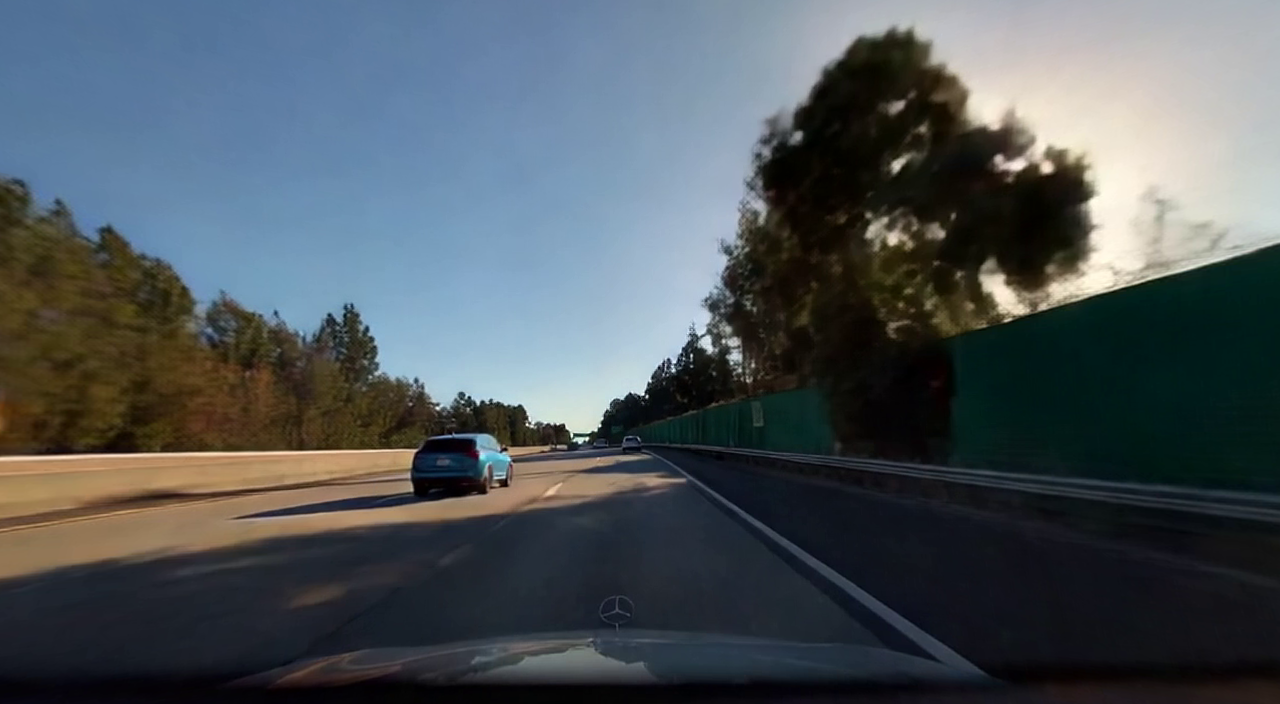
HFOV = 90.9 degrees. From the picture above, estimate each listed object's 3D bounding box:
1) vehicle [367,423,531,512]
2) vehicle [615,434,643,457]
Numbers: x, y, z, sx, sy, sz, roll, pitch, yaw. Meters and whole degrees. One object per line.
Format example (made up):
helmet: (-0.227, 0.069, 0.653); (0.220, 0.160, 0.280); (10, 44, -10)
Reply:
vehicle: (-3.793, 2.358, 13.579); (2.072, 1.545, 4.767); (0, -8, 0)
vehicle: (-0.764, 6.396, 43.344); (1.836, 1.450, 3.519); (0, -8, -1)
